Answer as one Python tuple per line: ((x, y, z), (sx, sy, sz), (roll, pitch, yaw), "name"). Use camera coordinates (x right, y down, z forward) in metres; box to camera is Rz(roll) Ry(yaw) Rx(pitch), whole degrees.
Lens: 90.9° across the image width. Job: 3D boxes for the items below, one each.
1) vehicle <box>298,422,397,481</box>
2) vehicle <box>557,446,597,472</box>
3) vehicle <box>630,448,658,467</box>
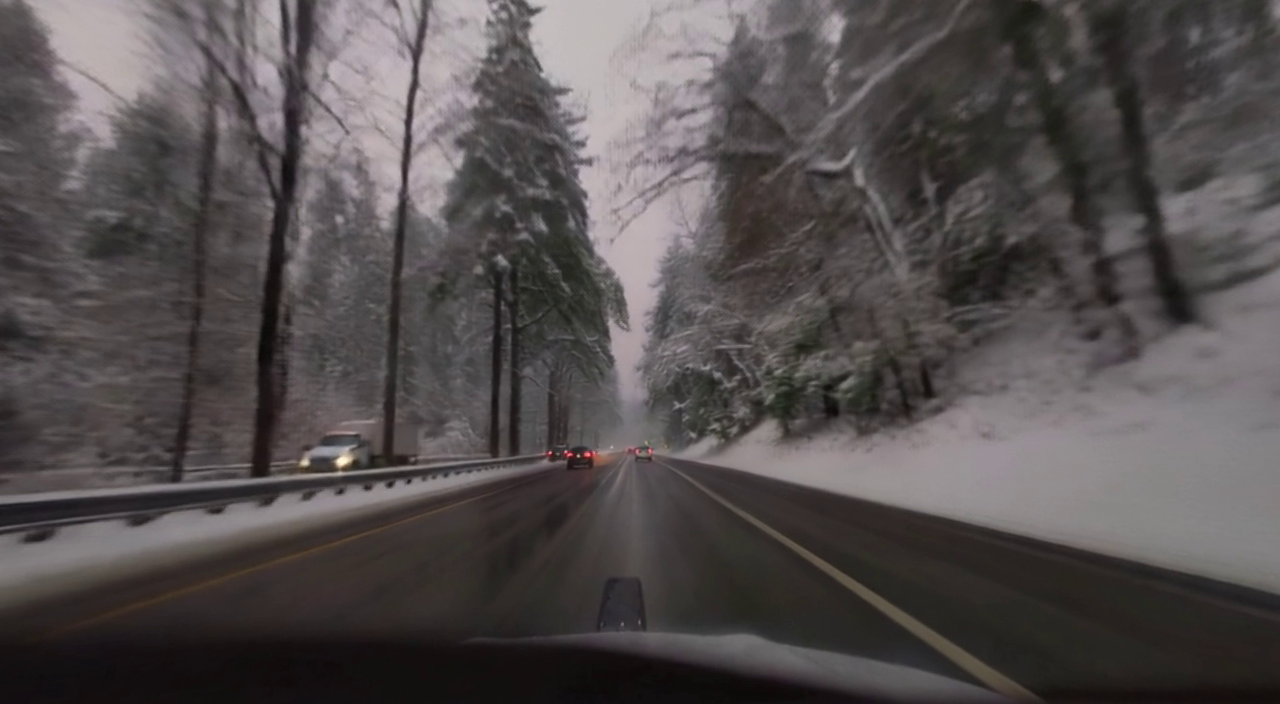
((-19.361, 6.671, 42.375), (2.913, 3.570, 7.466), (0, -9, 1), "vehicle")
((-3.875, 6.678, 39.510), (2.112, 1.498, 4.117), (0, -9, -1), "vehicle")
((0.272, 7.968, 47.657), (1.989, 1.402, 3.831), (0, -9, 0), "vehicle")
